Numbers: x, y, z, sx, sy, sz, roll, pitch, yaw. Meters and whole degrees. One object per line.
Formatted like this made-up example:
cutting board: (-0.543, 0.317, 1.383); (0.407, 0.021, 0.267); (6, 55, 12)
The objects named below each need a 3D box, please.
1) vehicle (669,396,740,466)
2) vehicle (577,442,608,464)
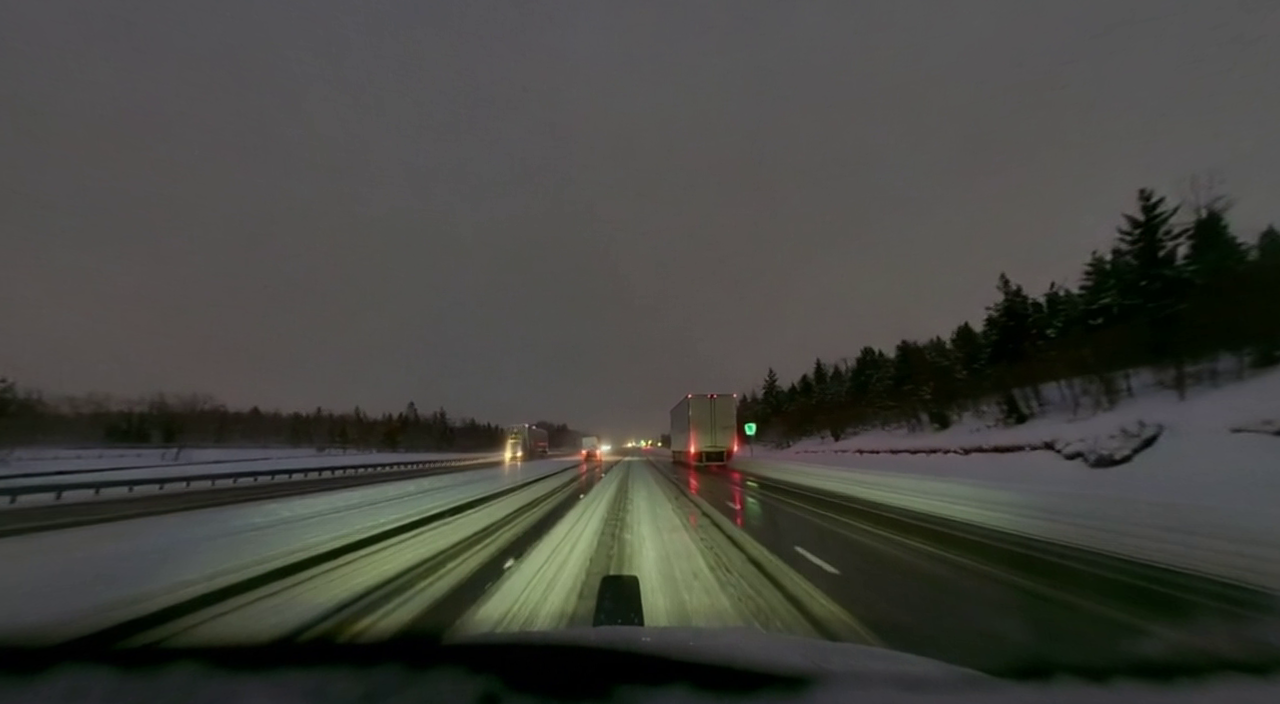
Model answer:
vehicle: (4.106, 5.773, 44.262); (3.201, 4.104, 14.356); (0, -9, -1)
vehicle: (-3.510, 7.600, 47.235); (2.100, 1.525, 4.179); (0, -9, 0)
